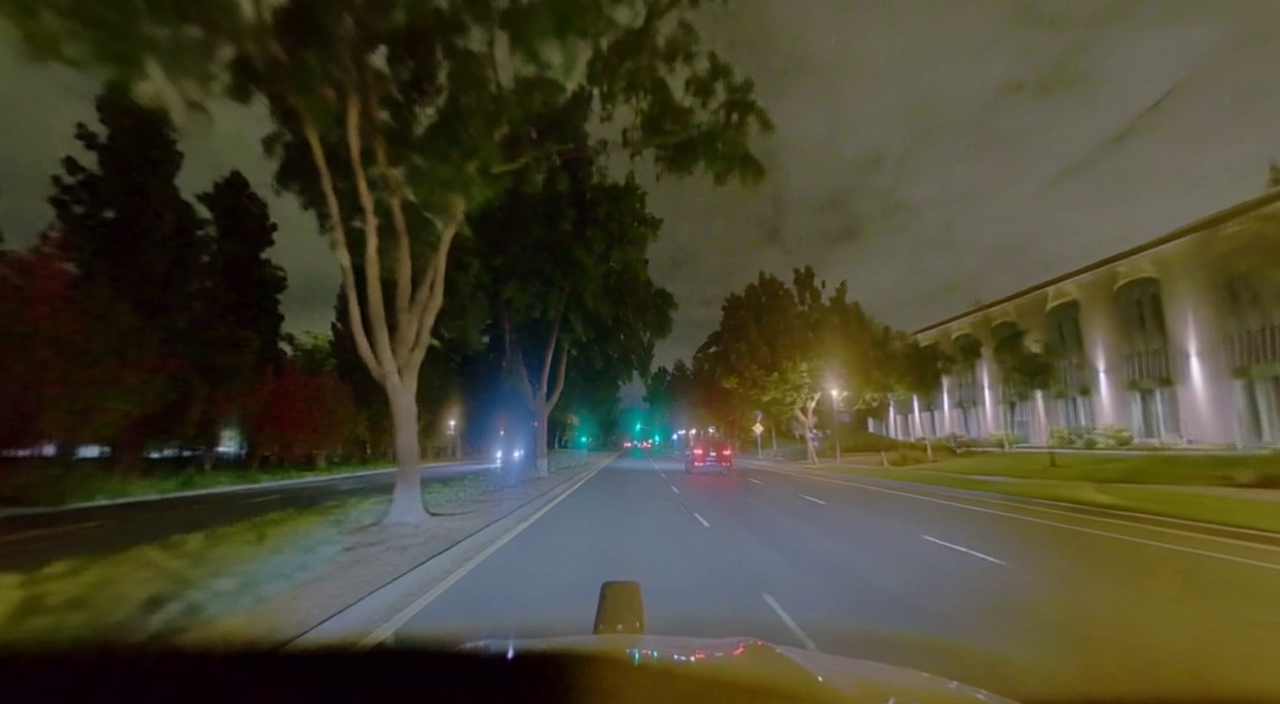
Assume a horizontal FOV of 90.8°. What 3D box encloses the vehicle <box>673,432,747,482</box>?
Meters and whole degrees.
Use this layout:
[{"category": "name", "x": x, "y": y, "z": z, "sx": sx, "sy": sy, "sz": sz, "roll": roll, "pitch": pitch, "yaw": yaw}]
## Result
[{"category": "vehicle", "x": 2.590, "y": 4.035, "z": 24.638, "sx": 2.240, "sy": 1.740, "sz": 4.605, "roll": 0, "pitch": -8, "yaw": -2}]
